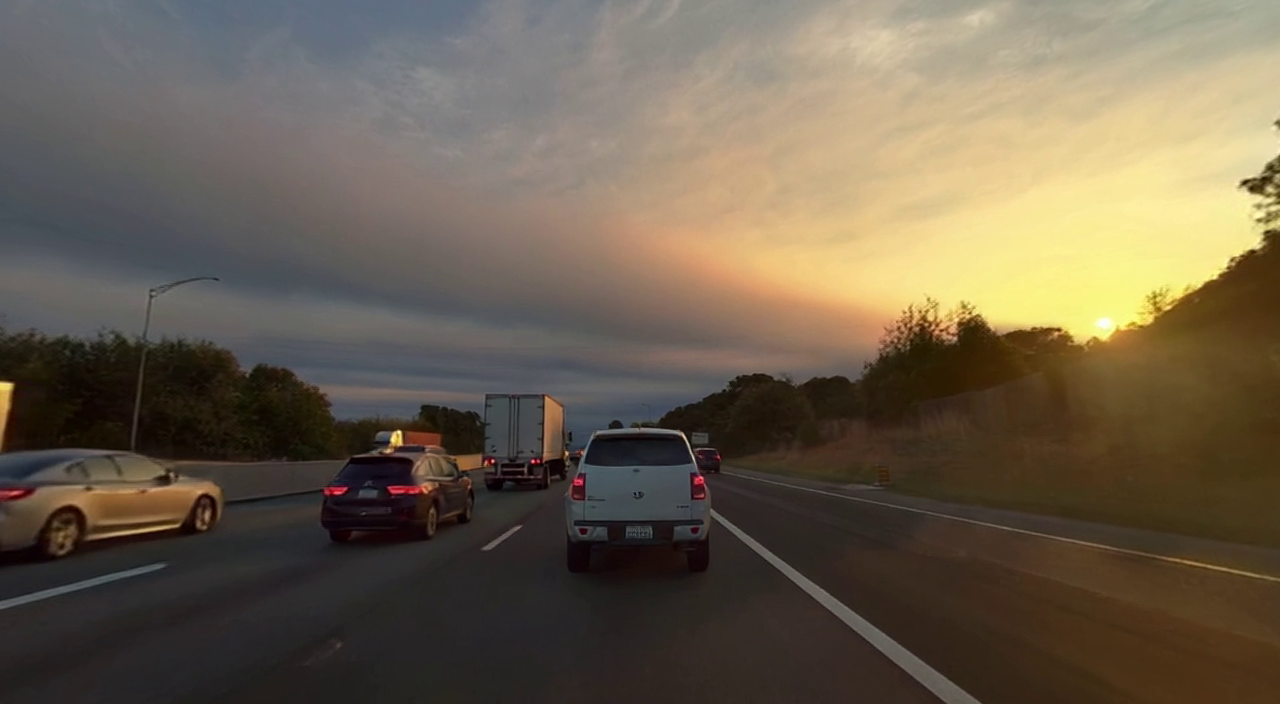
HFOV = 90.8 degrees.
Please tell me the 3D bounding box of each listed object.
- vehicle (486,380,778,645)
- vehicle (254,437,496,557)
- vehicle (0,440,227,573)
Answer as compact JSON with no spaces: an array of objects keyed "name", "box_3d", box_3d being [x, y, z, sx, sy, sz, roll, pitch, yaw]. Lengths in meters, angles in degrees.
[{"name":"vehicle","box_3d":[-0.081,1.358,6.106,1.995,1.798,3.380,0,-9,-1]},{"name":"vehicle","box_3d":[-3.909,2.207,10.345,1.986,1.501,4.407,-1,-9,1]},{"name":"vehicle","box_3d":[-8.097,1.968,8.564,1.874,1.470,4.576,0,-9,0]}]
